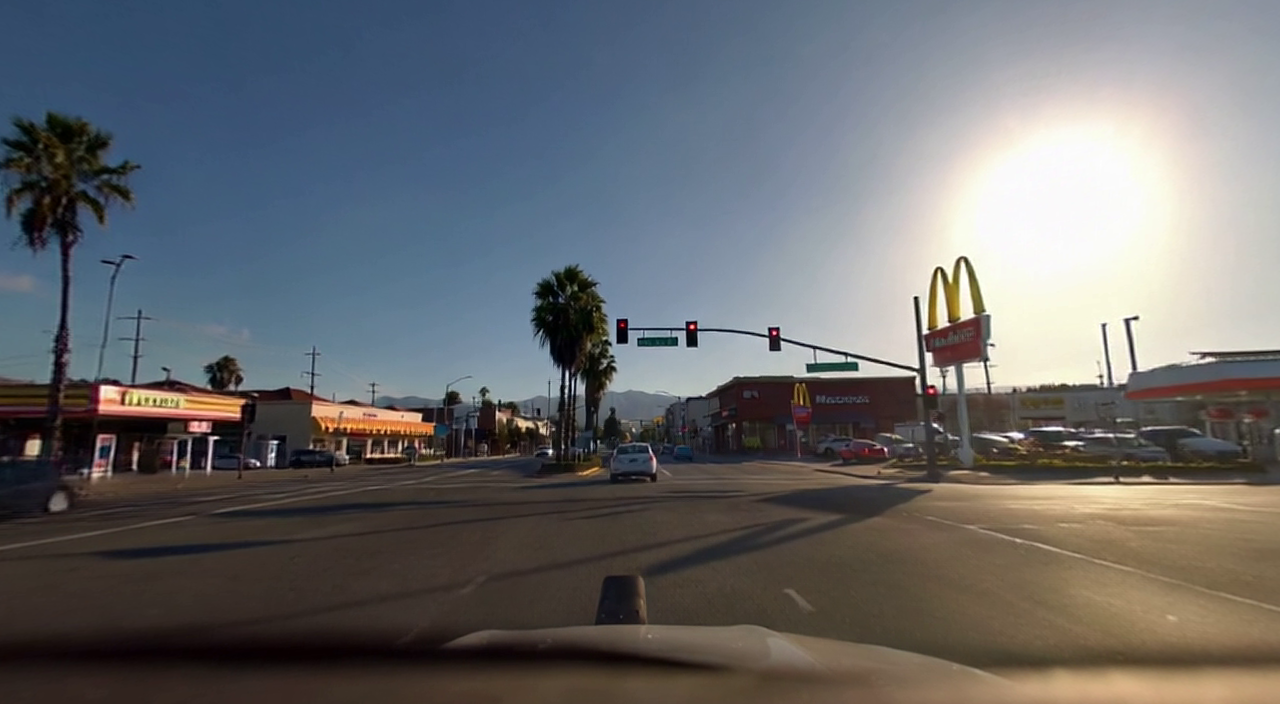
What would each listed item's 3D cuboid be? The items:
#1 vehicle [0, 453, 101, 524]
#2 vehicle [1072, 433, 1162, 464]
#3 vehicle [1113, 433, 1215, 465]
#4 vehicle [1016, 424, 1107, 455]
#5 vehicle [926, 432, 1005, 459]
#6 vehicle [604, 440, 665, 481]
[{"bbox_3d":[-15.194,3.112,14.317,1.896,1.508,4.659,0,-8,-1],"label":"vehicle"},{"bbox_3d":[24.146,4.870,32.142,1.738,1.462,3.609,0,-8,0],"label":"vehicle"},{"bbox_3d":[26.226,4.841,31.804,1.923,1.501,3.849,0,-8,2],"label":"vehicle"},{"bbox_3d":[24.395,5.093,36.694,3.783,1.560,1.853,-4,-10,9],"label":"vehicle"},{"bbox_3d":[19.431,5.601,37.843,3.833,1.495,1.892,-3,-8,17],"label":"vehicle"},{"bbox_3d":[-0.259,4.361,25.822,2.270,1.475,4.571,0,-8,-1],"label":"vehicle"}]
